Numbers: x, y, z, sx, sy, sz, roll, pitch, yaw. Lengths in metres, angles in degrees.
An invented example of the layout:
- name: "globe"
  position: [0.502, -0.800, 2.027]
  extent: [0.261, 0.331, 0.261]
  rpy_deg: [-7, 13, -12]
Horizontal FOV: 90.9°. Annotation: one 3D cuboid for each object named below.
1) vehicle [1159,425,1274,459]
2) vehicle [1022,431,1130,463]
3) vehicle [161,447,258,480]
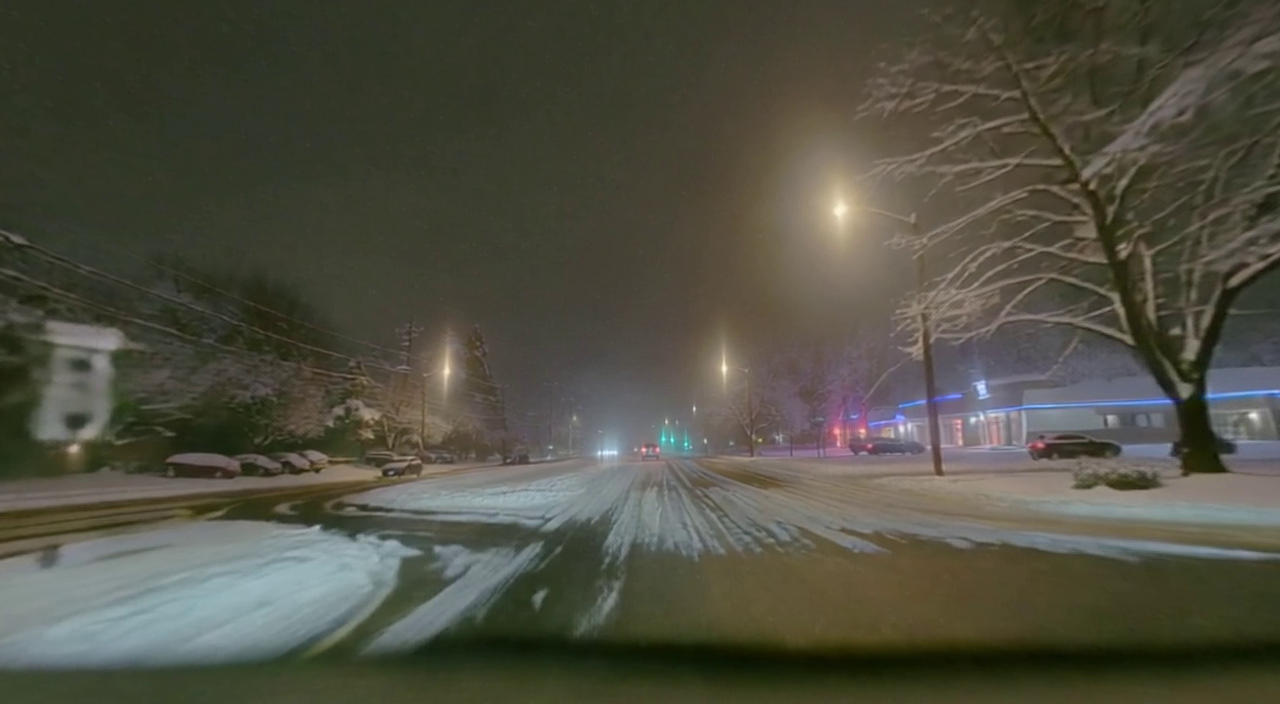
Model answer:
- name: "vehicle"
  position: [29.765, 4.678, 32.734]
  extent: [1.854, 1.604, 4.333]
  rpy_deg: [0, -8, 0]
- name: "vehicle"
  position: [22.313, 4.890, 32.561]
  extent: [2.009, 1.533, 5.047]
  rpy_deg: [0, -8, 0]
- name: "vehicle"
  position: [-26.272, 6.768, 38.601]
  extent: [4.633, 1.923, 2.074]
  rpy_deg: [6, -10, -33]
